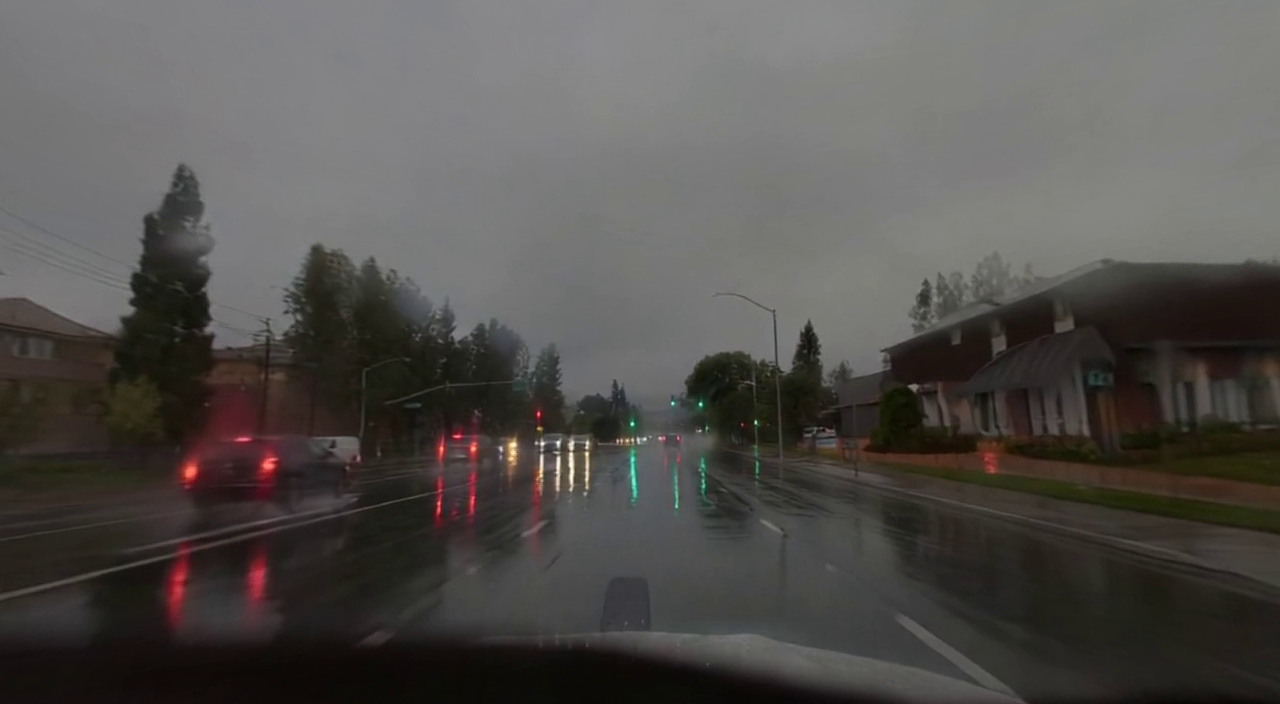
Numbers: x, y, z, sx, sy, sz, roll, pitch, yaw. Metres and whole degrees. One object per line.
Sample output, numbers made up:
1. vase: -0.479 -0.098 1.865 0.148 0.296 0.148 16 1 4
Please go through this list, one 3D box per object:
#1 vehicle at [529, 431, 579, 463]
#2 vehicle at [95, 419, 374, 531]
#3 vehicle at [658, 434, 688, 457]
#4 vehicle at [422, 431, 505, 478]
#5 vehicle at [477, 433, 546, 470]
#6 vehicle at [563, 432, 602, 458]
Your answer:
1. vehicle: -5.206 5.842 38.826 1.951 1.809 4.917 -1 -8 5
2. vehicle: -6.784 2.096 11.328 1.988 1.597 4.404 0 -8 1
3. vehicle: 2.584 7.151 48.440 2.197 1.682 3.642 -1 -8 5
4. vehicle: -6.622 3.894 24.108 1.870 1.616 3.765 0 -8 3
5. vehicle: -6.057 4.765 30.312 2.121 1.630 4.642 0 -8 3
6. vehicle: -4.294 7.061 47.935 2.111 1.864 4.932 -1 -8 5
